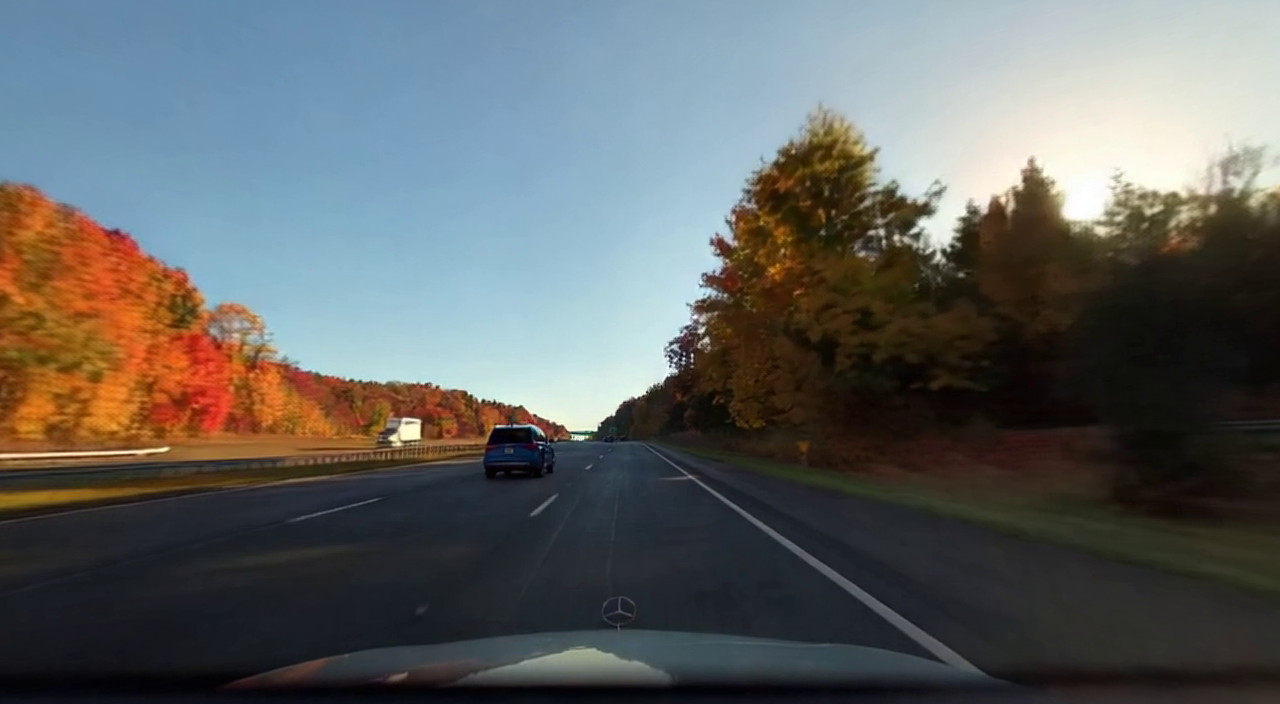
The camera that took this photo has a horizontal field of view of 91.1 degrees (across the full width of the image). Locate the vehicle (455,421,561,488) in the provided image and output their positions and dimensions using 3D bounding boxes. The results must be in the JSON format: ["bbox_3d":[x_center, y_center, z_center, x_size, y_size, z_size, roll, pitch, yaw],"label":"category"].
[{"bbox_3d":[-3.587,2.871,18.043,2.057,1.666,4.552,0,-8,0],"label":"vehicle"}]
